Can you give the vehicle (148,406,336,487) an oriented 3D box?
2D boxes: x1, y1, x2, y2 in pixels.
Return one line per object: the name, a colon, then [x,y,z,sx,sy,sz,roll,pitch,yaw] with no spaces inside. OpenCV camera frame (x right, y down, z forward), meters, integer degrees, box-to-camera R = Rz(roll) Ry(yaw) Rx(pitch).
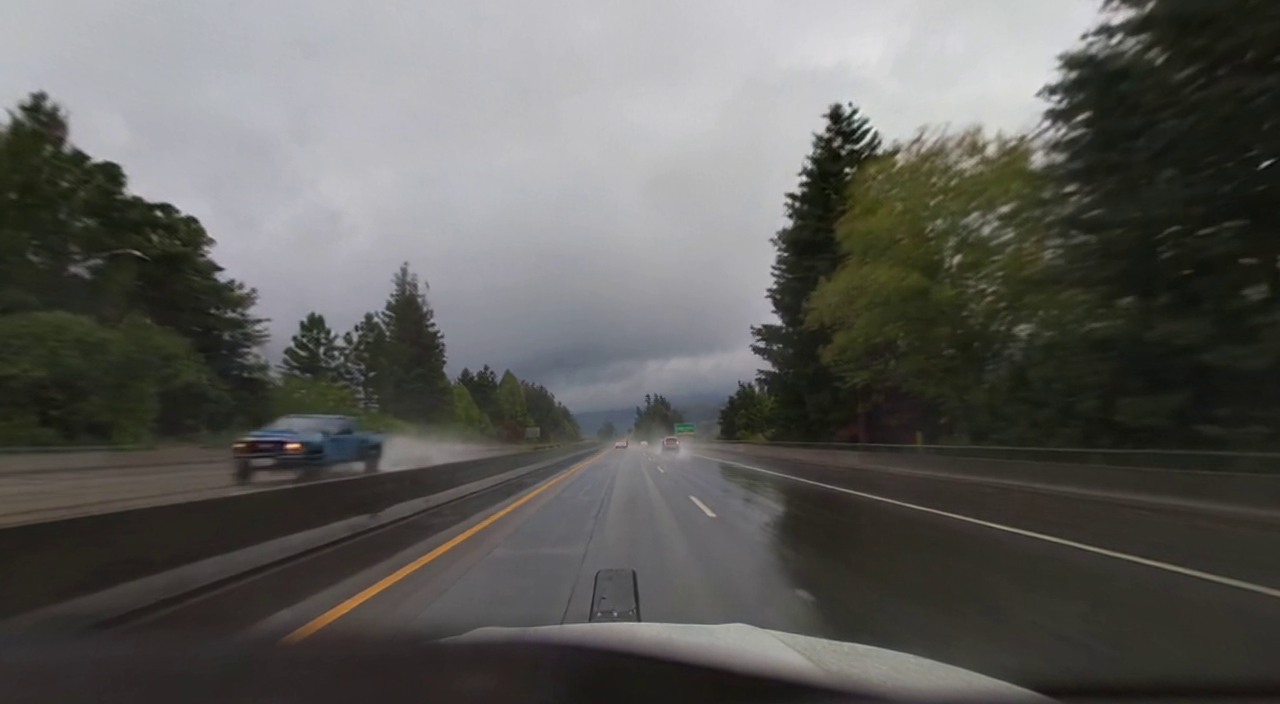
vehicle: [-9.535,2.310,15.621,1.997,1.729,4.143,0,-8,-1]
